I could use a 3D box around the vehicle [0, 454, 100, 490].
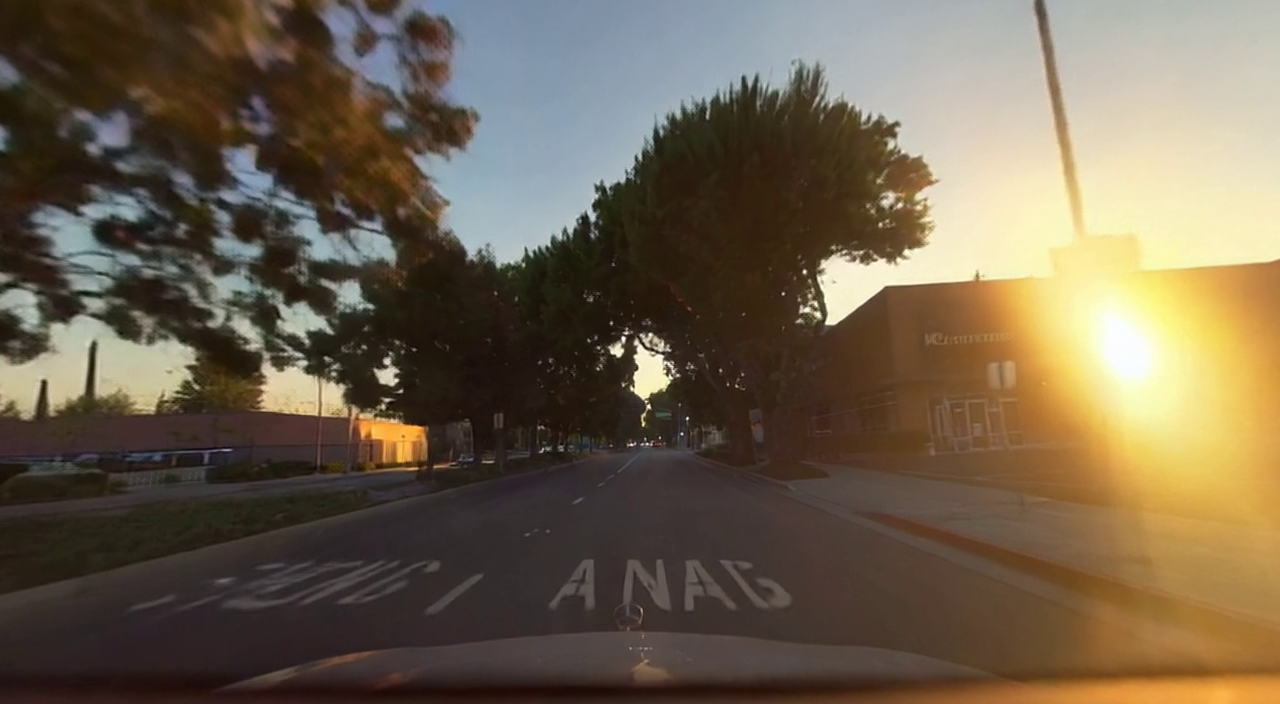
[{"bbox_3d":[-27.890,5.567,29.193,3.664,1.564,2.023,0,-9,1],"label":"vehicle"}]

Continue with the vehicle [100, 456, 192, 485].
[{"bbox_3d":[-27.158,6.498,34.578,3.592,1.501,1.697,0,-9,2],"label":"vehicle"}]
